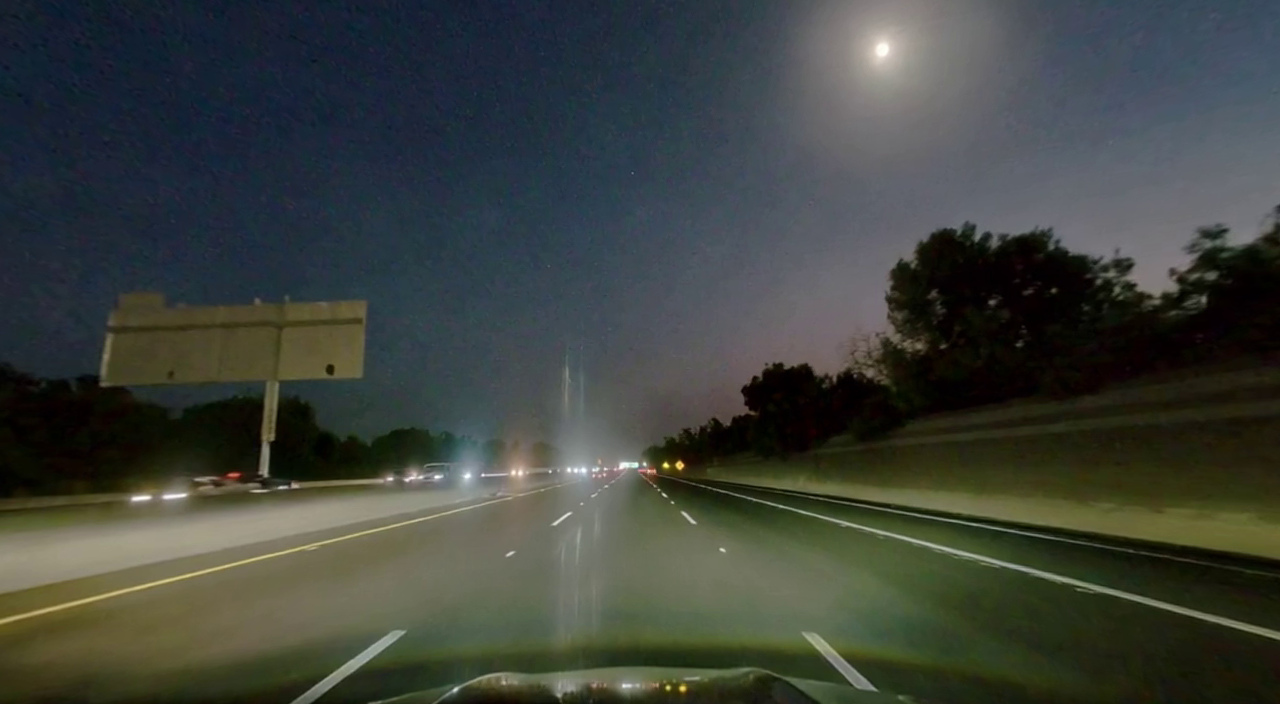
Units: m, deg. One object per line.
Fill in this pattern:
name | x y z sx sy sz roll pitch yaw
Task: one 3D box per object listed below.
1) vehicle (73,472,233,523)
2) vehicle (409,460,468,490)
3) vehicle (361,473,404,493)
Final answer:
vehicle | -16.163 4.828 21.296 1.818 1.466 4.498 1 -10 -1
vehicle | -12.204 7.502 38.500 2.117 1.647 4.613 1 -10 -1
vehicle | -19.760 10.071 48.525 1.779 1.434 3.710 1 -10 -1
